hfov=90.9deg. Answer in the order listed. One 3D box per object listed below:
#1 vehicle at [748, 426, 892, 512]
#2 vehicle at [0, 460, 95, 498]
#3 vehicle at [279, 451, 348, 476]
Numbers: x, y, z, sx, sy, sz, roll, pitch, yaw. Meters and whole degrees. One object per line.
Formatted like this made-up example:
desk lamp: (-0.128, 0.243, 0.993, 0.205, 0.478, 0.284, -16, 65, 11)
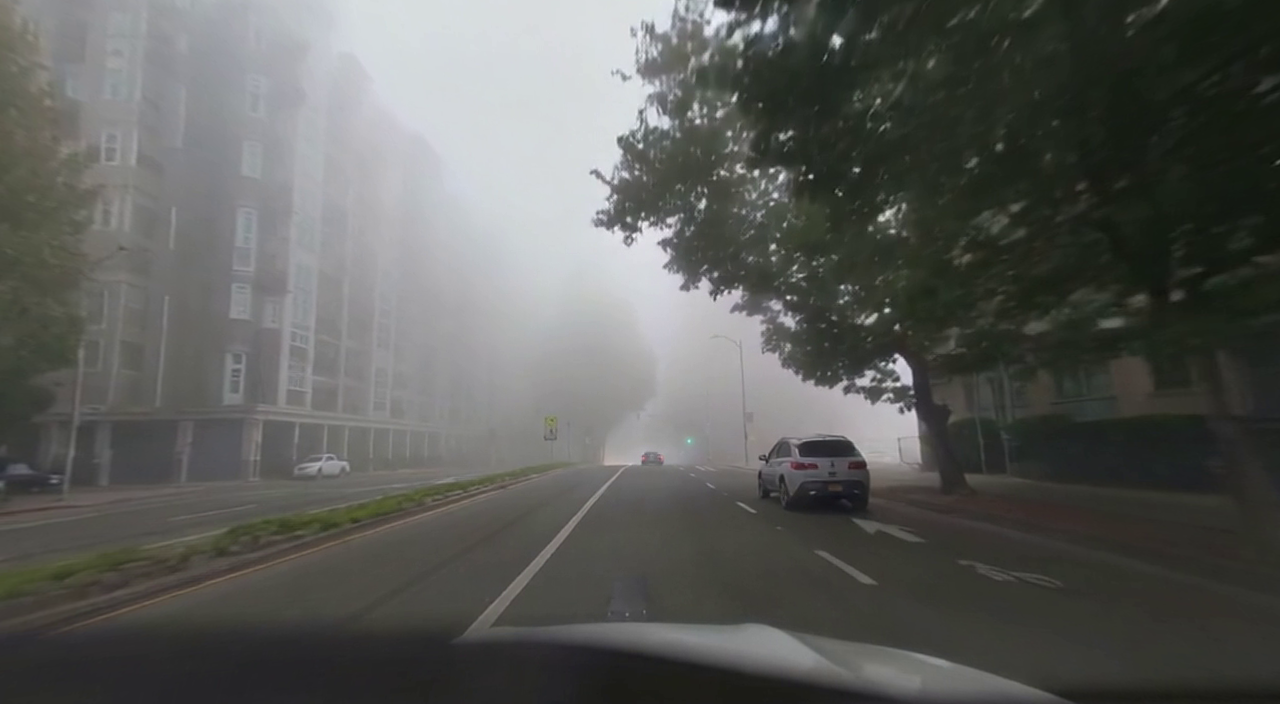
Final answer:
vehicle: (3.712, 2.481, 13.811, 1.949, 1.583, 3.996, 0, -8, 0)
vehicle: (-25.813, 5.235, 26.090, 4.644, 1.452, 1.944, 0, -8, 0)
vehicle: (-21.193, 7.245, 41.170, 1.864, 1.468, 4.770, 0, -8, 2)
